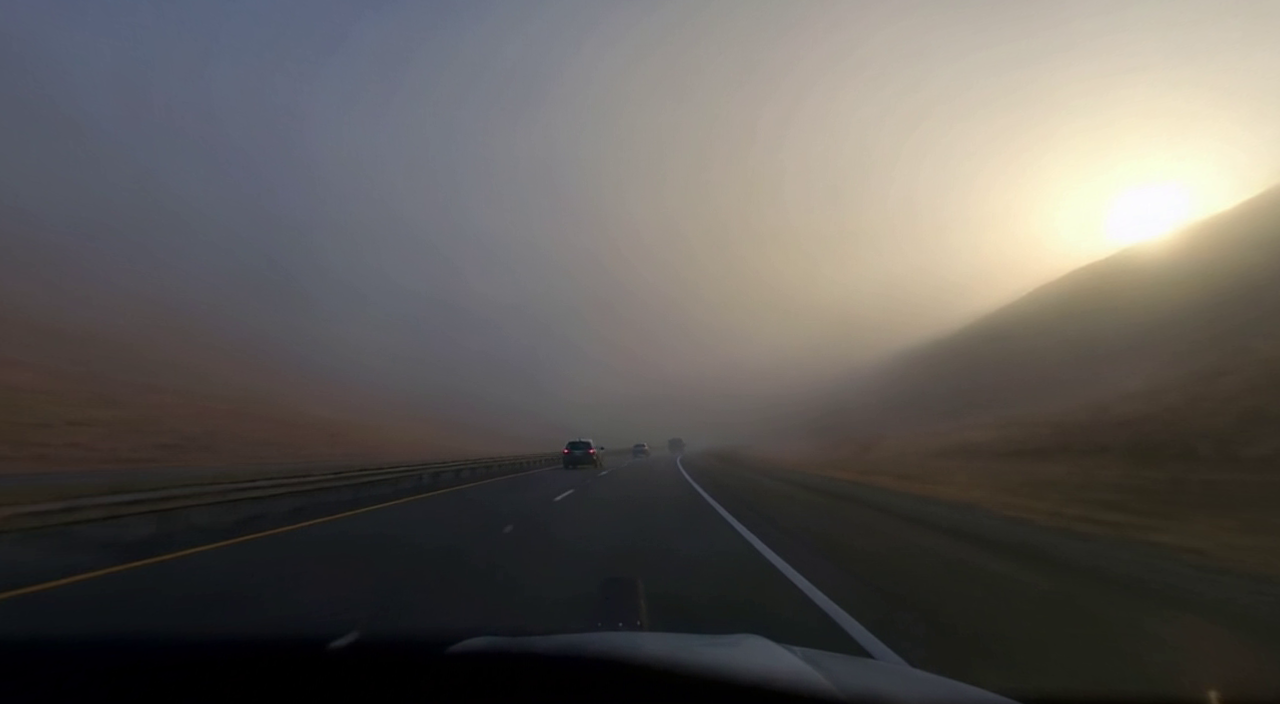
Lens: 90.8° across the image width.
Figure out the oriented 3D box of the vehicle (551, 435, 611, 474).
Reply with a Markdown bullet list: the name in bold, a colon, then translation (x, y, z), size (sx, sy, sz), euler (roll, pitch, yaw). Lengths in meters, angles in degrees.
- **vehicle**: translation (-2.794, 5.038, 31.130), size (2.252, 1.743, 4.560), euler (-1, -9, 4)
